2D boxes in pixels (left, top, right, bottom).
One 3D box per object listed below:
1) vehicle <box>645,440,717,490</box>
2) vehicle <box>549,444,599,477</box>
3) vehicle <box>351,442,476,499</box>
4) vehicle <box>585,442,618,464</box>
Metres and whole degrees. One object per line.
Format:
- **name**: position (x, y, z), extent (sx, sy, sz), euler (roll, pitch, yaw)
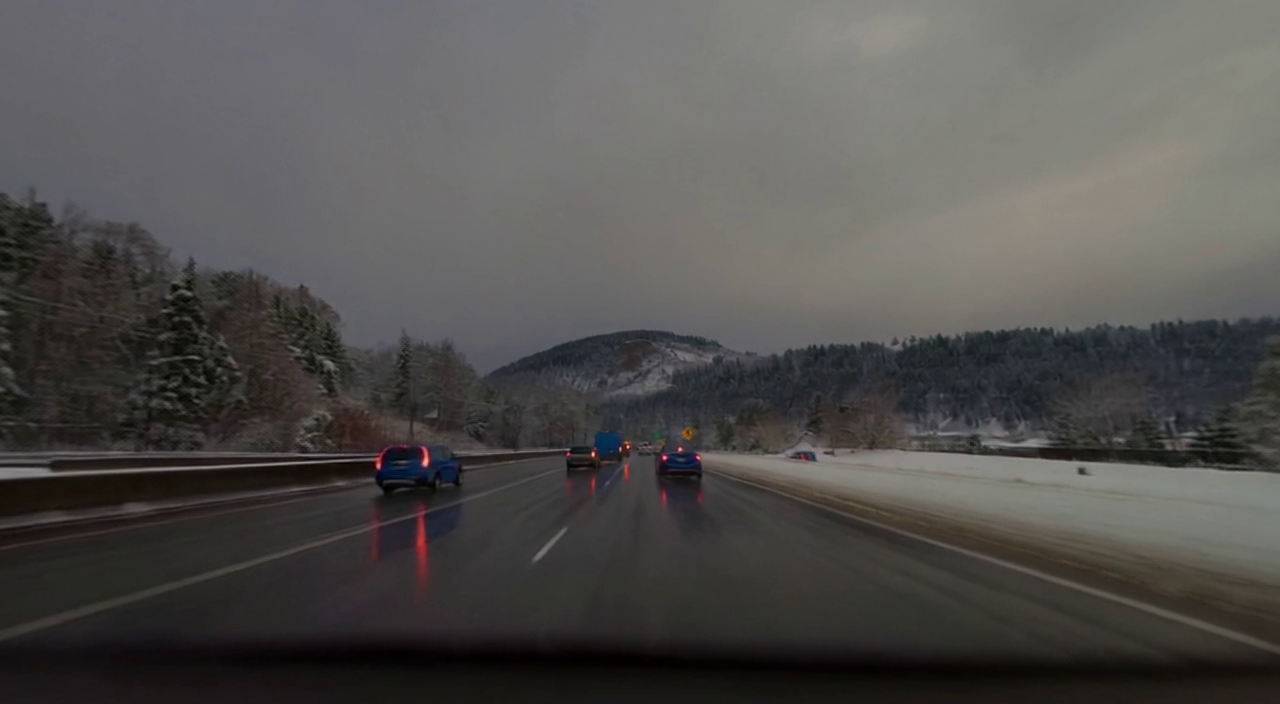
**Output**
- **vehicle**: position (1.262, 3.776, 21.388), extent (2.050, 1.491, 4.362), euler (0, -8, -1)
- **vehicle**: position (-3.195, 5.315, 31.282), extent (1.990, 1.501, 4.250), euler (0, -8, 0)
- **vehicle**: position (-6.684, 3.522, 19.299), extent (2.012, 1.504, 4.729), euler (0, -8, 1)
- **vehicle**: position (-2.978, 7.869, 49.237), extent (2.270, 1.660, 4.101), euler (0, -8, 0)
